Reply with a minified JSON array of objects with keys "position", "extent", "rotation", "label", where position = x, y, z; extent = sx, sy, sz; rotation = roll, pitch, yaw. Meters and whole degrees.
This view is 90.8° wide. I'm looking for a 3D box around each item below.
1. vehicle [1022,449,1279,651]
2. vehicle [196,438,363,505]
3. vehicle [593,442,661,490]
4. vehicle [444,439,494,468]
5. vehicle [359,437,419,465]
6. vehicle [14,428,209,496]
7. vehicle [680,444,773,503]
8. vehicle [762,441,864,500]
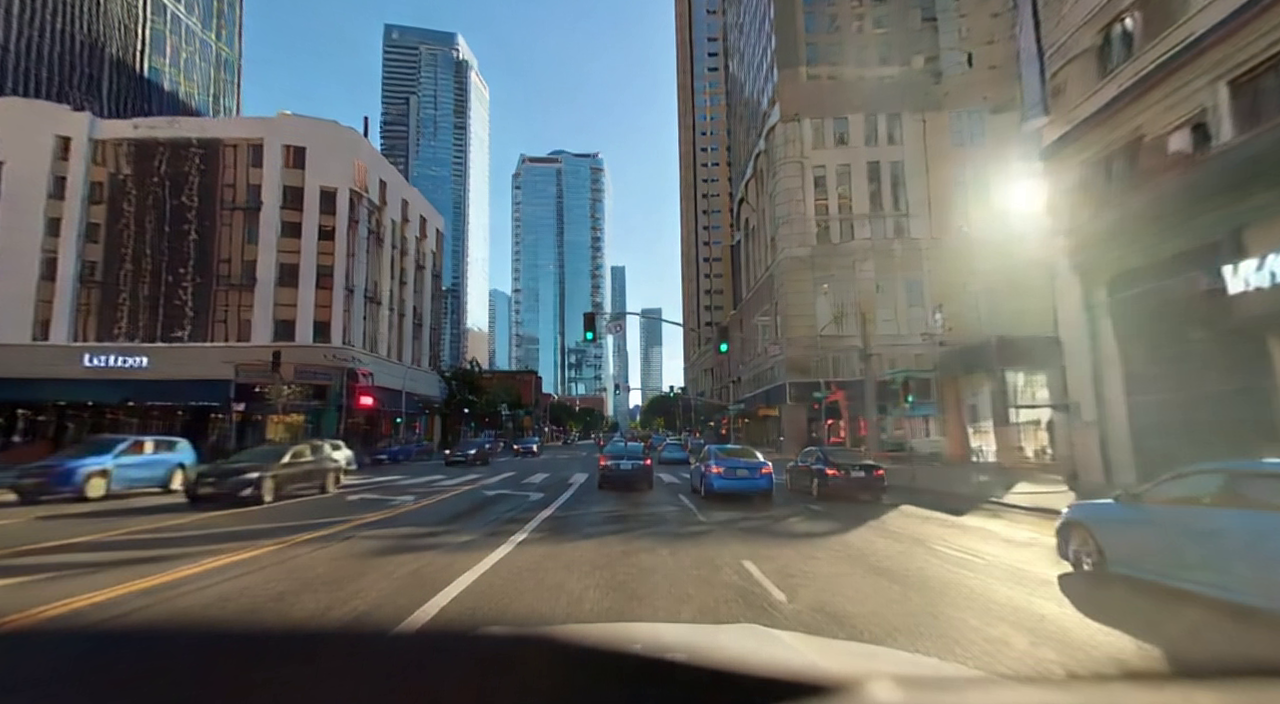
[{"position":[5.710,1.582,5.395],"extent":[1.914,1.484,4.639],"rotation":[0,-9,-1],"label":"vehicle"},{"position":[-9.594,3.194,17.363],"extent":[1.960,1.568,4.511],"rotation":[0,-9,-1],"label":"vehicle"},{"position":[-0.433,3.880,21.801],"extent":[2.096,1.457,4.160],"rotation":[0,-9,-1],"label":"vehicle"},{"position":[-10.243,6.095,38.114],"extent":[1.879,1.637,4.100],"rotation":[0,-9,0],"label":"vehicle"},{"position":[-16.314,6.461,41.341],"extent":[2.087,1.676,4.567],"rotation":[0,-9,-1],"label":"vehicle"},{"position":[-15.305,3.208,18.719],"extent":[1.932,1.760,4.422],"rotation":[0,-9,-1],"label":"vehicle"},{"position":[2.368,3.472,18.540],"extent":[1.987,1.484,4.427],"rotation":[0,-9,-2],"label":"vehicle"},{"position":[5.565,3.859,20.992],"extent":[2.015,1.745,4.444],"rotation":[0,-9,-2],"label":"vehicle"}]
